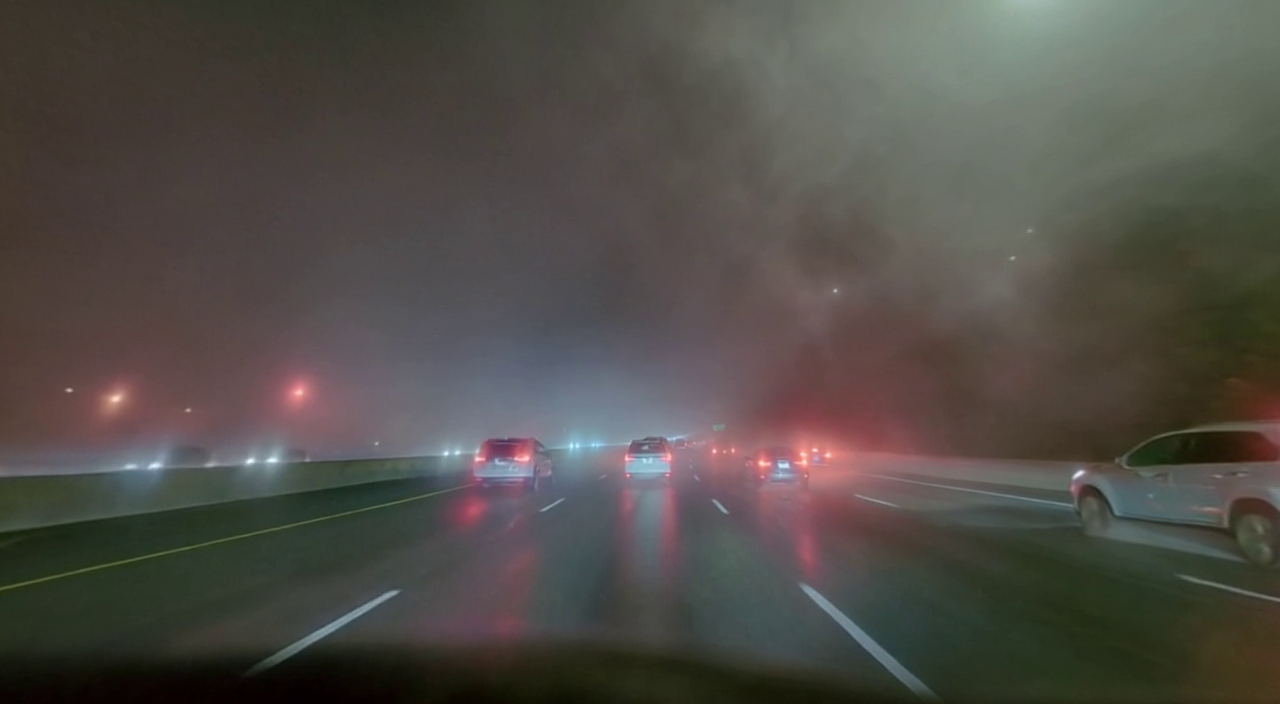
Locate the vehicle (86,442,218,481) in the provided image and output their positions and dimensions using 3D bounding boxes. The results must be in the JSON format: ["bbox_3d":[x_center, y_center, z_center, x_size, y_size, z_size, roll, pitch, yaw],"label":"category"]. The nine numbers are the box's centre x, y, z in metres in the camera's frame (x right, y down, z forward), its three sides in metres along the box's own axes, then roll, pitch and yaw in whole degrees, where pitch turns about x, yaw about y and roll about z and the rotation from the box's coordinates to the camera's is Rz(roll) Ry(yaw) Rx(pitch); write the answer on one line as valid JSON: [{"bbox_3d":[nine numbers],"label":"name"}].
[{"bbox_3d":[-27.414,6.152,35.758,2.237,1.956,6.092,0,-9,5],"label":"vehicle"}]

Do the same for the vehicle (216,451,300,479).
[{"bbox_3d":[-23.319,6.902,38.720,1.891,1.520,4.742,0,-9,5],"label":"vehicle"}]

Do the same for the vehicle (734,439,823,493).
[{"bbox_3d":[4.282,3.596,20.188,1.999,1.514,4.338,0,-9,2],"label":"vehicle"}]

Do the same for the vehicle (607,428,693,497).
[{"bbox_3d":[0.328,3.131,18.157,2.181,1.728,3.970,0,-9,2],"label":"vehicle"}]

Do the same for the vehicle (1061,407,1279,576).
[{"bbox_3d":[7.384,1.516,7.076,2.028,1.657,4.823,0,-9,1],"label":"vehicle"}]

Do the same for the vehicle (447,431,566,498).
[{"bbox_3d":[-3.574,3.133,17.954,2.128,1.627,4.697,0,-9,3],"label":"vehicle"}]
